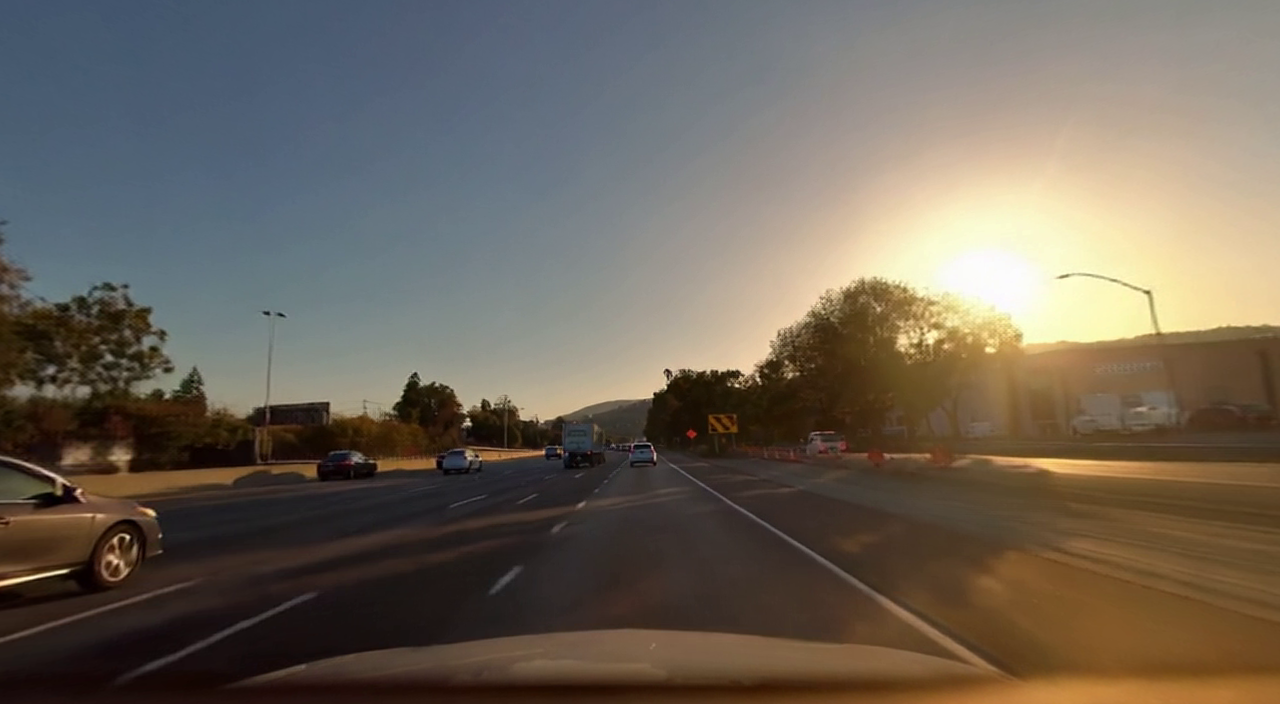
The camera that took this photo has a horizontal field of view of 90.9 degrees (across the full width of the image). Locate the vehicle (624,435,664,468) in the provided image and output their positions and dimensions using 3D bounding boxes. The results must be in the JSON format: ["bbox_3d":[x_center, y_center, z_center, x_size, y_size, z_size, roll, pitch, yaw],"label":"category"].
[{"bbox_3d":[0.277,5.913,37.604,2.227,1.794,4.646,0,-8,1],"label":"vehicle"}]

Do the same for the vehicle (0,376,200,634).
[{"bbox_3d":[-5.625,1.011,3.998,2.200,1.793,4.586,0,-8,2],"label":"vehicle"}]

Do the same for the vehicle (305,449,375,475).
[{"bbox_3d":[-18.699,6.880,39.604,1.899,1.478,4.640,0,-8,3],"label":"vehicle"}]

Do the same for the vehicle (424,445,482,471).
[{"bbox_3d":[-11.400,6.456,38.749,1.928,1.480,4.823,0,-8,2],"label":"vehicle"}]
